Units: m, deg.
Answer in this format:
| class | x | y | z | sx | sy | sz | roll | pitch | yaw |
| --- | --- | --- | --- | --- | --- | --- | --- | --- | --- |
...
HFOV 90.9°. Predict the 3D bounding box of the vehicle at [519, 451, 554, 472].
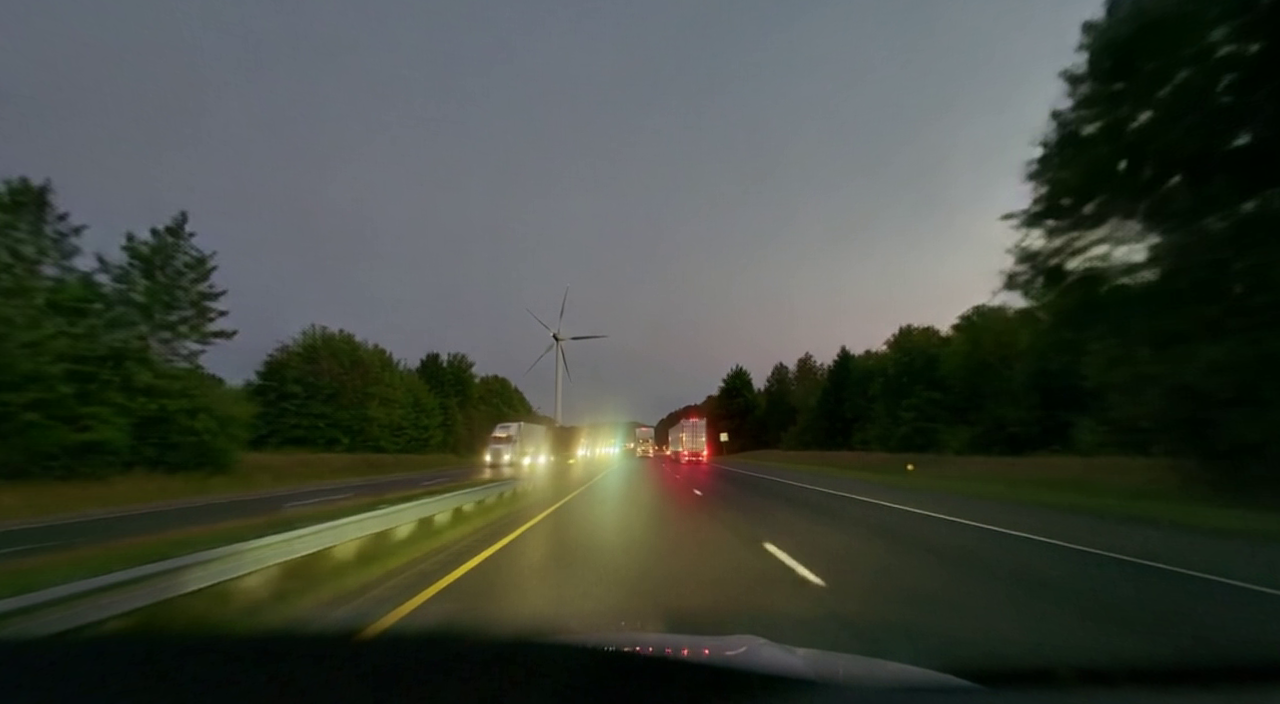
| class | x | y | z | sx | sy | sz | roll | pitch | yaw |
| --- | --- | --- | --- | --- | --- | --- | --- | --- | --- |
| vehicle | -8.111 | 8.630 | 49.712 | 2.015 | 1.523 | 4.279 | 0 | -9 | 1 |
